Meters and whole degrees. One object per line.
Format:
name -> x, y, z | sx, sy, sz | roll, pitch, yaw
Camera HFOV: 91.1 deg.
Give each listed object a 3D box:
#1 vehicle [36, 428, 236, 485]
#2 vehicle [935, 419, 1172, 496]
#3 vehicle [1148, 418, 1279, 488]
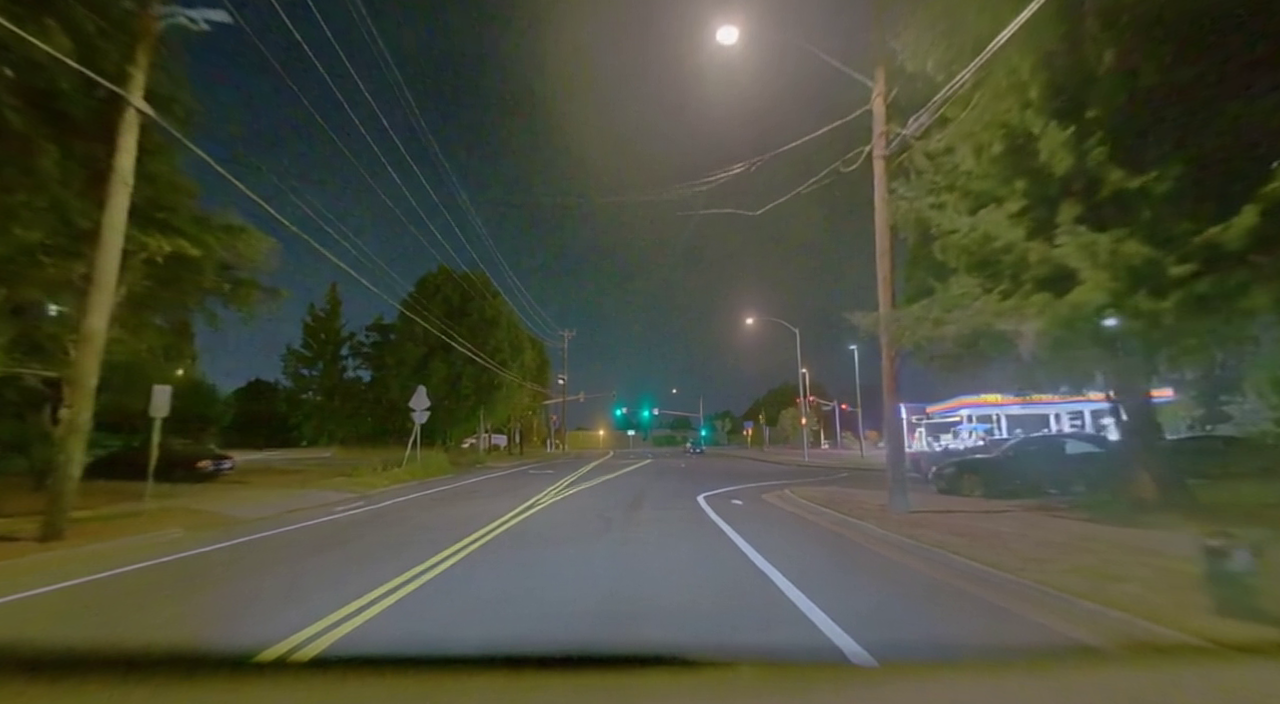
vehicle -> -15.258, 3.202, 19.469 | 2.009, 1.526, 4.730 | -1, -9, 5
vehicle -> 10.586, 2.755, 16.568 | 4.736, 1.816, 1.999 | -3, -9, 17
vehicle -> 16.192, 2.619, 16.335 | 4.102, 1.683, 1.879 | -1, -9, 4
